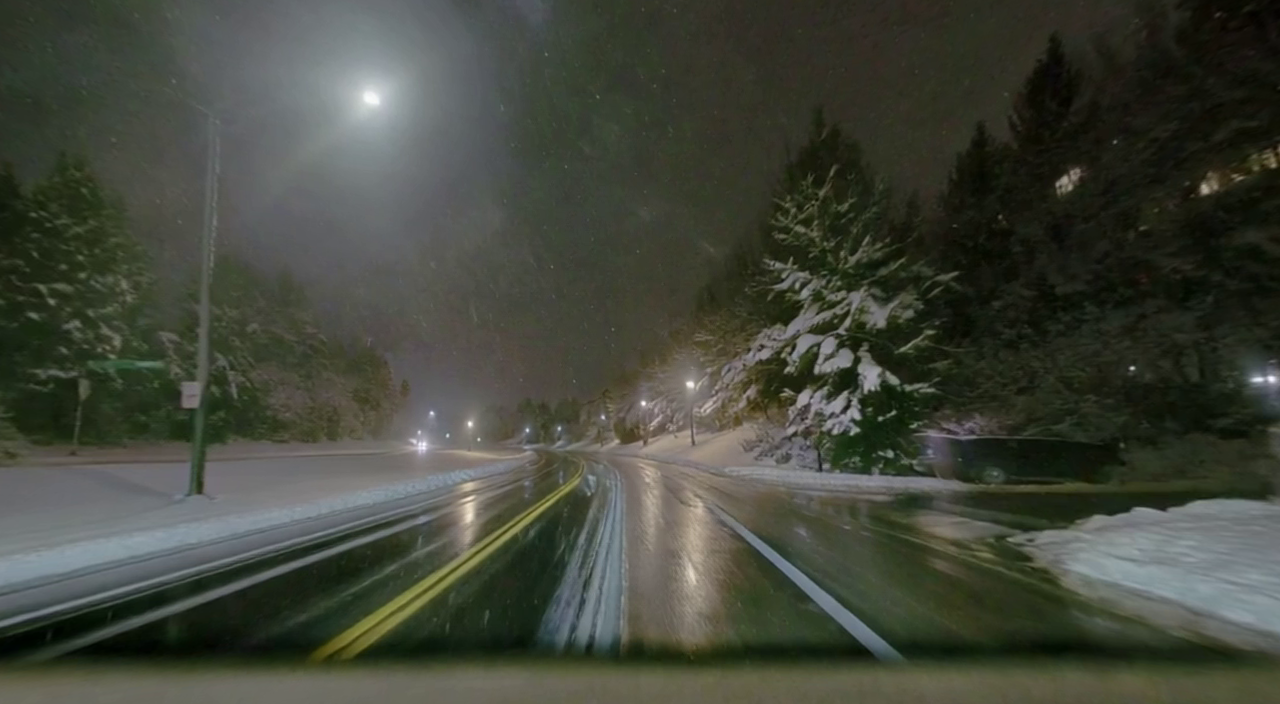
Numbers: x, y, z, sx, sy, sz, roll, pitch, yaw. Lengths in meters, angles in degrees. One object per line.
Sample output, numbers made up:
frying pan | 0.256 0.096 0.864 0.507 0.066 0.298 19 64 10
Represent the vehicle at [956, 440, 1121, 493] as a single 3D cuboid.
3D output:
vehicle | 12.668 3.630 20.184 4.139 1.399 1.817 3 -7 -3
